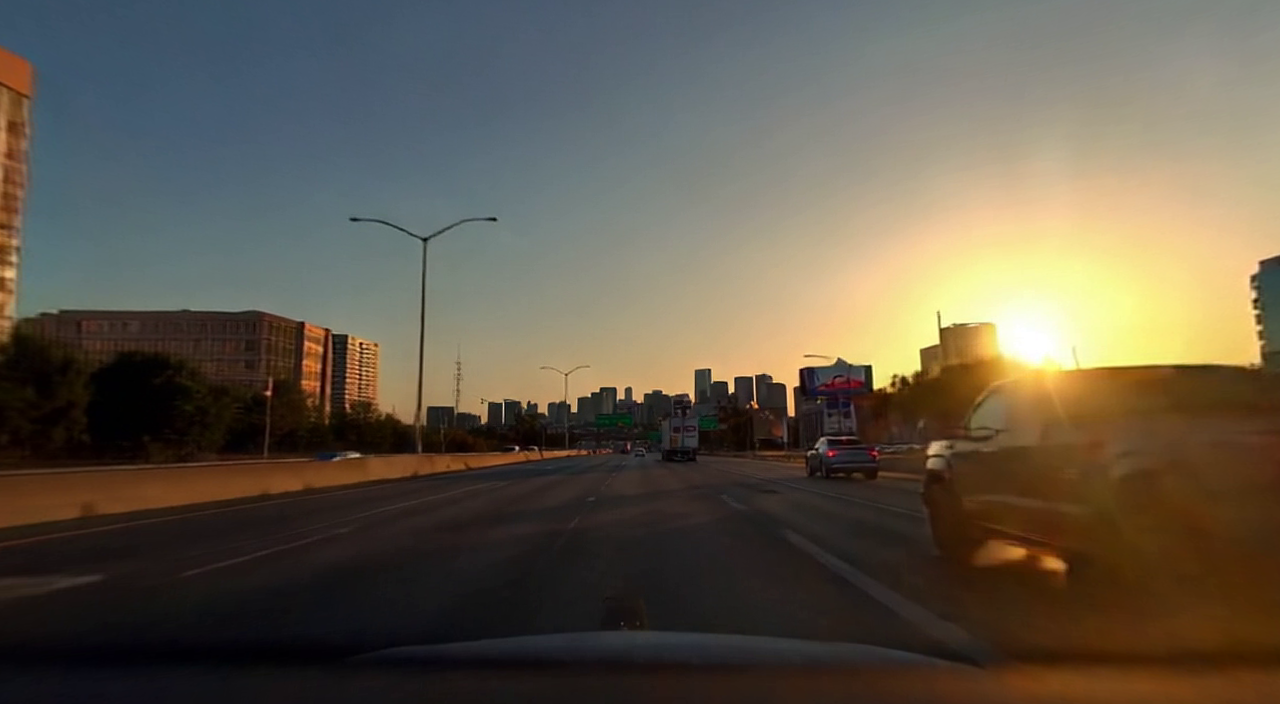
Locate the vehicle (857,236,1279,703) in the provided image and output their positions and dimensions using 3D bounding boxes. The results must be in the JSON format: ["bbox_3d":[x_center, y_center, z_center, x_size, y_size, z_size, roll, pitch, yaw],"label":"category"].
[{"bbox_3d":[4.058,0.898,4.537,2.740,2.157,6.300,0,-9,0],"label":"vehicle"}]

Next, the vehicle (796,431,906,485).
[{"bbox_3d":[8.455,4.334,25.945,2.544,1.947,5.288,0,-9,-2],"label":"vehicle"}]
